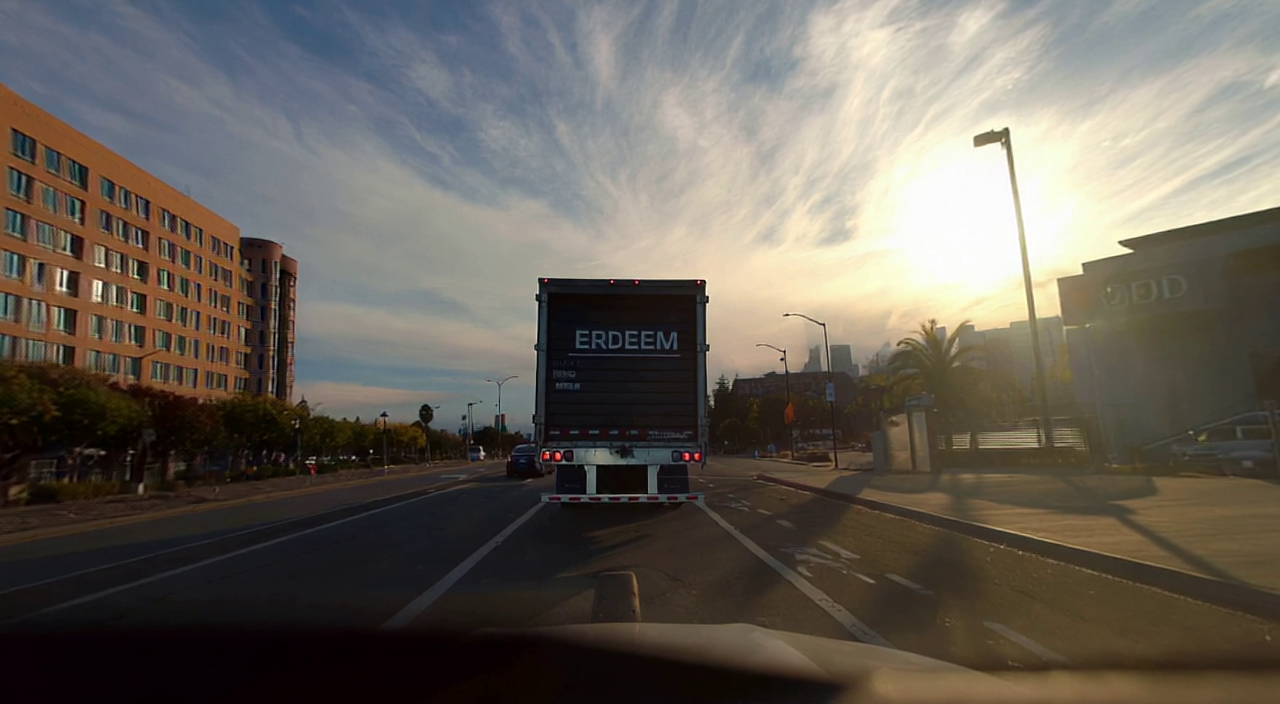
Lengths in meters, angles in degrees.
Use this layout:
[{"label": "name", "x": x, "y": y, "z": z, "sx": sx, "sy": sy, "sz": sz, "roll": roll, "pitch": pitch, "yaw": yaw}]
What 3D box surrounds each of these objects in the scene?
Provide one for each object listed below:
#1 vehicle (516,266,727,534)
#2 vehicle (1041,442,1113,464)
[{"label": "vehicle", "x": -0.203, "y": 1.250, "z": 13.436, "sx": 2.876, "sy": 3.724, "sz": 9.351, "roll": 0, "pitch": -8, "yaw": 1}, {"label": "vehicle", "x": 31.356, "y": 7.218, "z": 45.166, "sx": 1.652, "sy": 1.423, "sz": 3.797, "roll": 5, "pitch": -9, "yaw": -35}]
